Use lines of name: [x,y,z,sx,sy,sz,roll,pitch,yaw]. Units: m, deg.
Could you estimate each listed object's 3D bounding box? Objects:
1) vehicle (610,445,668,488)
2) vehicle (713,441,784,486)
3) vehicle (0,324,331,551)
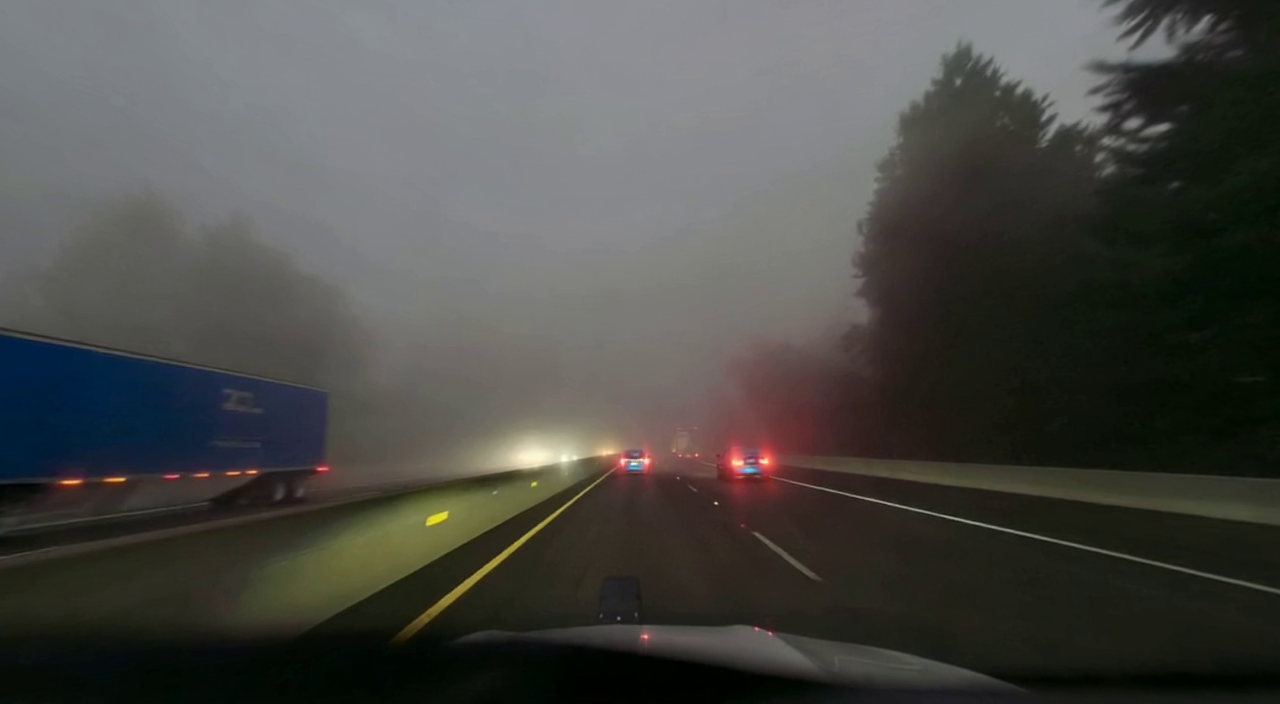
vehicle: [-0.031,4.387,24.344,2.066,1.490,3.759,-1,-9,0]
vehicle: [4.041,4.222,24.069,1.953,1.540,4.101,-1,-9,0]
vehicle: [-13.218,2.238,15.732,2.989,4.089,16.109,-1,-9,-1]
